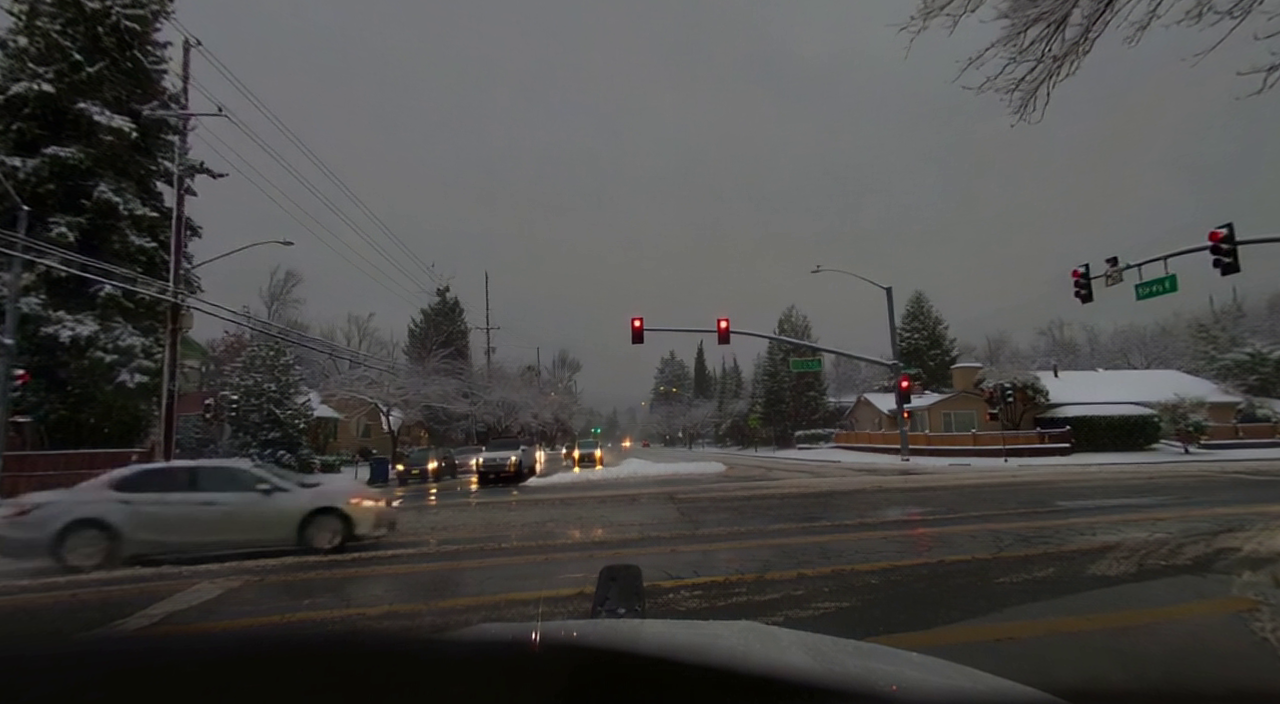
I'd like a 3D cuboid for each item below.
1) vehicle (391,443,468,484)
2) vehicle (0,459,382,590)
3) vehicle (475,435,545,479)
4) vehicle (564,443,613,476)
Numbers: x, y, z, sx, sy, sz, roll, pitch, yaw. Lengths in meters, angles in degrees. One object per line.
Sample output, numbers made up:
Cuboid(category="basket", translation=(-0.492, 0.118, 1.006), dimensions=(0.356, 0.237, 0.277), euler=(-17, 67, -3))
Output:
Cuboid(category="vehicle", translation=(-10.181, 5.387, 30.978), dimensions=(2.241, 1.819, 4.690), euler=(0, -9, -1))
Cuboid(category="vehicle", translation=(-6.054, 2.200, 8.642), dimensions=(4.443, 1.367, 2.197), euler=(2, -9, -17))
Cuboid(category="vehicle", translation=(-6.400, 5.237, 31.779), dimensions=(2.479, 1.977, 5.254), euler=(0, -9, -1))
Cuboid(category="vehicle", translation=(-2.414, 5.219, 30.937), dimensions=(2.174, 1.477, 4.805), euler=(0, -9, -2))
